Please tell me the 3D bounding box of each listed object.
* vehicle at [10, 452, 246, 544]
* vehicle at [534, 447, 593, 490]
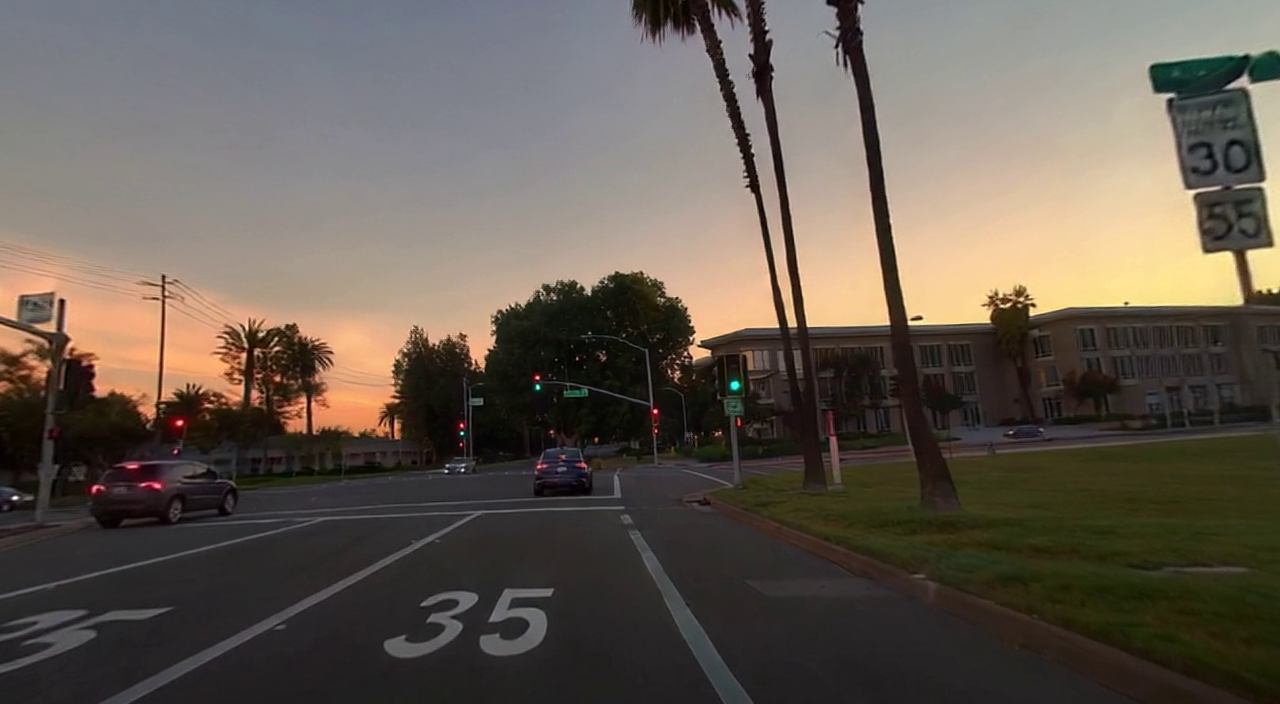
[{"bbox_3d":[-12.147,3.415,15.570,2.050,1.811,4.752,0,-9,-4],"label":"vehicle"},{"bbox_3d":[-2.867,4.457,24.614,2.063,1.474,4.334,0,-9,-4],"label":"vehicle"}]
